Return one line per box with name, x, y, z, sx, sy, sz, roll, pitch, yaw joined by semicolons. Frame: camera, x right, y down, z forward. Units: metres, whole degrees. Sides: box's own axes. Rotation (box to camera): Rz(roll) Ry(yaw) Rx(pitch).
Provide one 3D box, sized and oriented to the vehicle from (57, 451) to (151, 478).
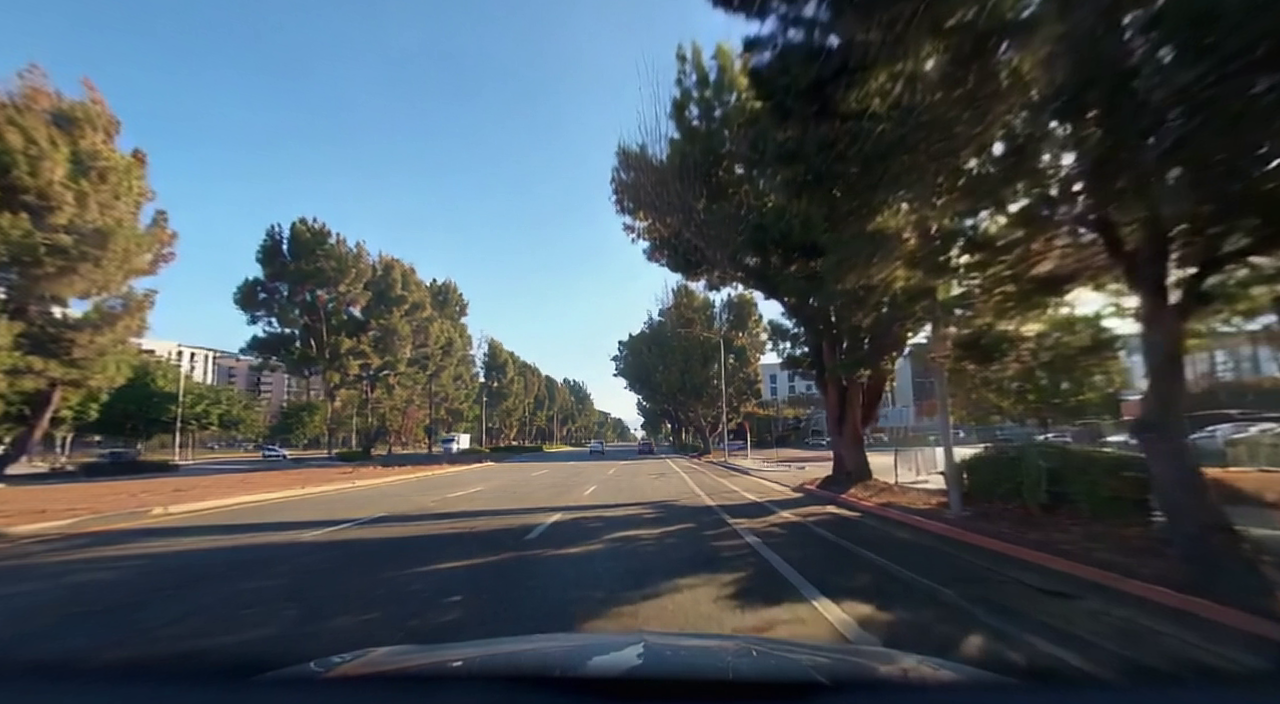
vehicle;-38.148;7.973;45.132;2.022;1.736;5.218;0;-8;2
